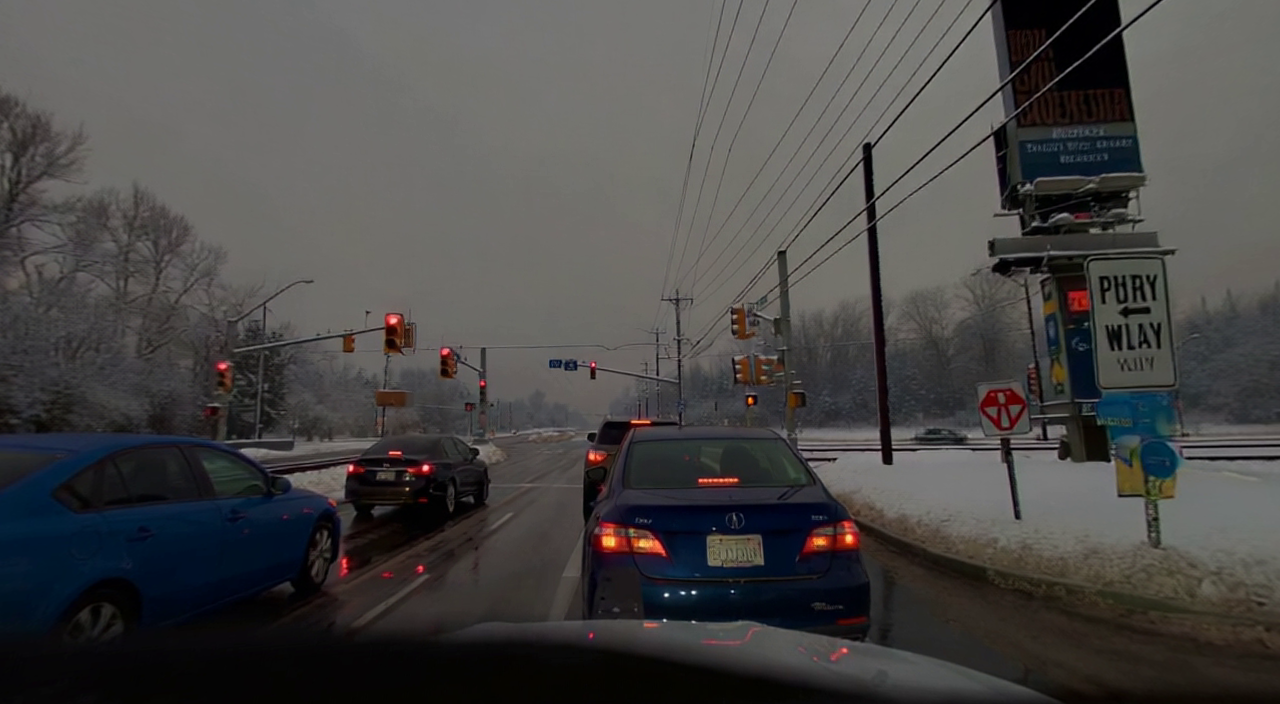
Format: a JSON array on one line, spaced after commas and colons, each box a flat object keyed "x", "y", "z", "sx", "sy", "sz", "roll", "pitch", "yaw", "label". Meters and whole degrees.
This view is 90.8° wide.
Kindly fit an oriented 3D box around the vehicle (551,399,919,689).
[{"x": 0.408, "y": 1.323, "z": 5.456, "sx": 1.998, "sy": 1.529, "sz": 3.960, "roll": 1, "pitch": -9, "yaw": -3, "label": "vehicle"}]

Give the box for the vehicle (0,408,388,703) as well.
[{"x": -3.709, "y": 1.252, "z": 4.490, "sx": 1.956, "sy": 1.468, "sz": 4.585, "roll": 0, "pitch": -8, "yaw": 0, "label": "vehicle"}]

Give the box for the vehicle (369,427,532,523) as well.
[{"x": -3.349, "y": 2.254, "z": 12.087, "sx": 1.984, "sy": 1.505, "sz": 4.047, "roll": 0, "pitch": -9, "yaw": -2, "label": "vehicle"}]
